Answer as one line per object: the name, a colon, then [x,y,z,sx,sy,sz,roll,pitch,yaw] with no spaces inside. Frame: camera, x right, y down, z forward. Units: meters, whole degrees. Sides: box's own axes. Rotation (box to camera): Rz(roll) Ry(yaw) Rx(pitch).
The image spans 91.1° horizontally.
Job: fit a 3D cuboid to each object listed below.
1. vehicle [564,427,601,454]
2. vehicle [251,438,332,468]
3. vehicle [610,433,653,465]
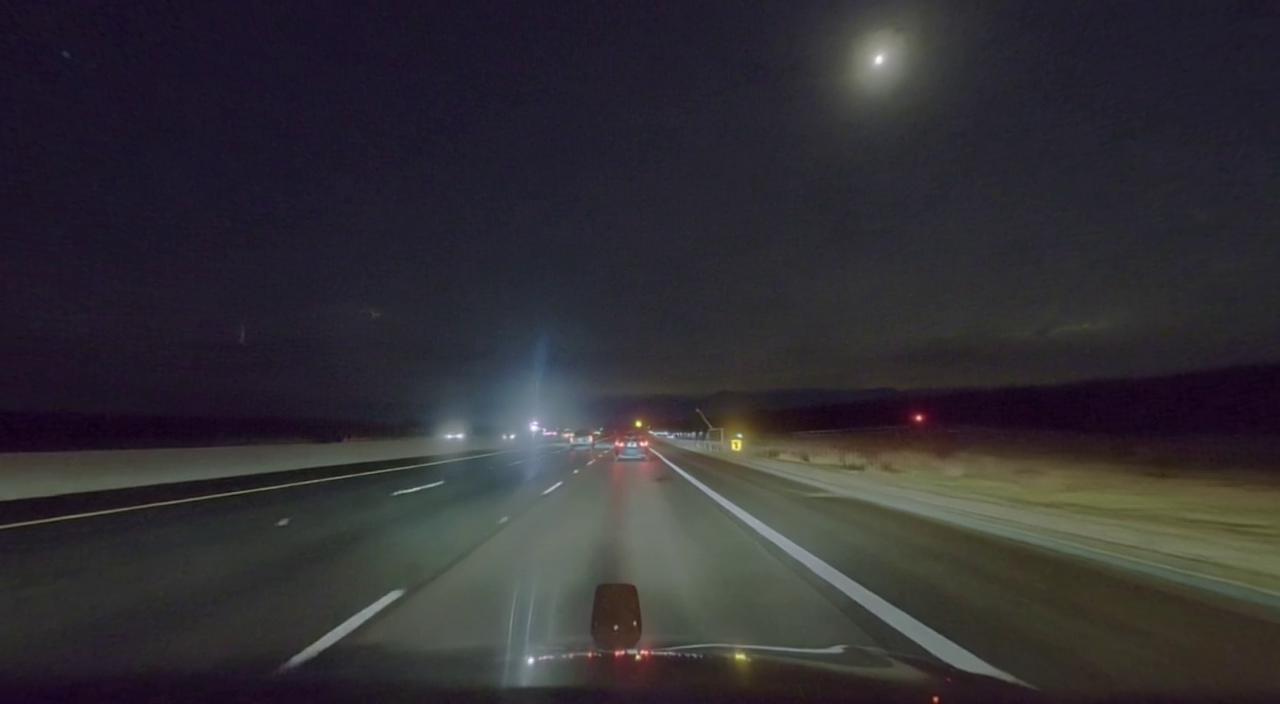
vehicle: [-4.234,6.570,46.825,2.251,1.938,4.708,0,-8,0]
vehicle: [-19.648,5.675,35.688,1.908,1.521,4.730,0,-8,0]
vehicle: [-0.462,4.699,30.779,1.948,1.470,3.913,0,-8,-2]
